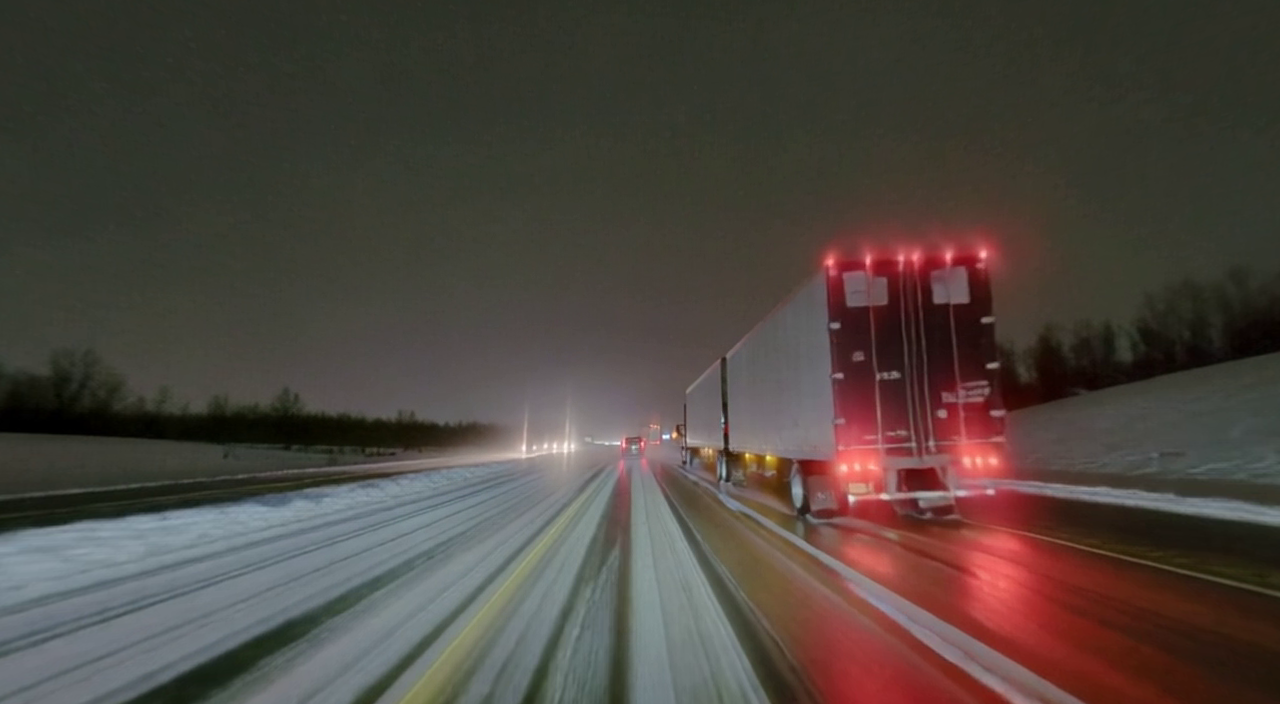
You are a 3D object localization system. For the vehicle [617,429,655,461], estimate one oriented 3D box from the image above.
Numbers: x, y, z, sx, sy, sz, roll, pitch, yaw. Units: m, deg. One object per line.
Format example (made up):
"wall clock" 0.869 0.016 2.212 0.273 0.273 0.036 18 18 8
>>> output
"vehicle" -0.336 6.326 42.915 2.456 2.007 4.728 0 -8 -1

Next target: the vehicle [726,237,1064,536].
"vehicle" 3.896 0.992 12.635 2.967 3.961 8.660 0 -8 -1
